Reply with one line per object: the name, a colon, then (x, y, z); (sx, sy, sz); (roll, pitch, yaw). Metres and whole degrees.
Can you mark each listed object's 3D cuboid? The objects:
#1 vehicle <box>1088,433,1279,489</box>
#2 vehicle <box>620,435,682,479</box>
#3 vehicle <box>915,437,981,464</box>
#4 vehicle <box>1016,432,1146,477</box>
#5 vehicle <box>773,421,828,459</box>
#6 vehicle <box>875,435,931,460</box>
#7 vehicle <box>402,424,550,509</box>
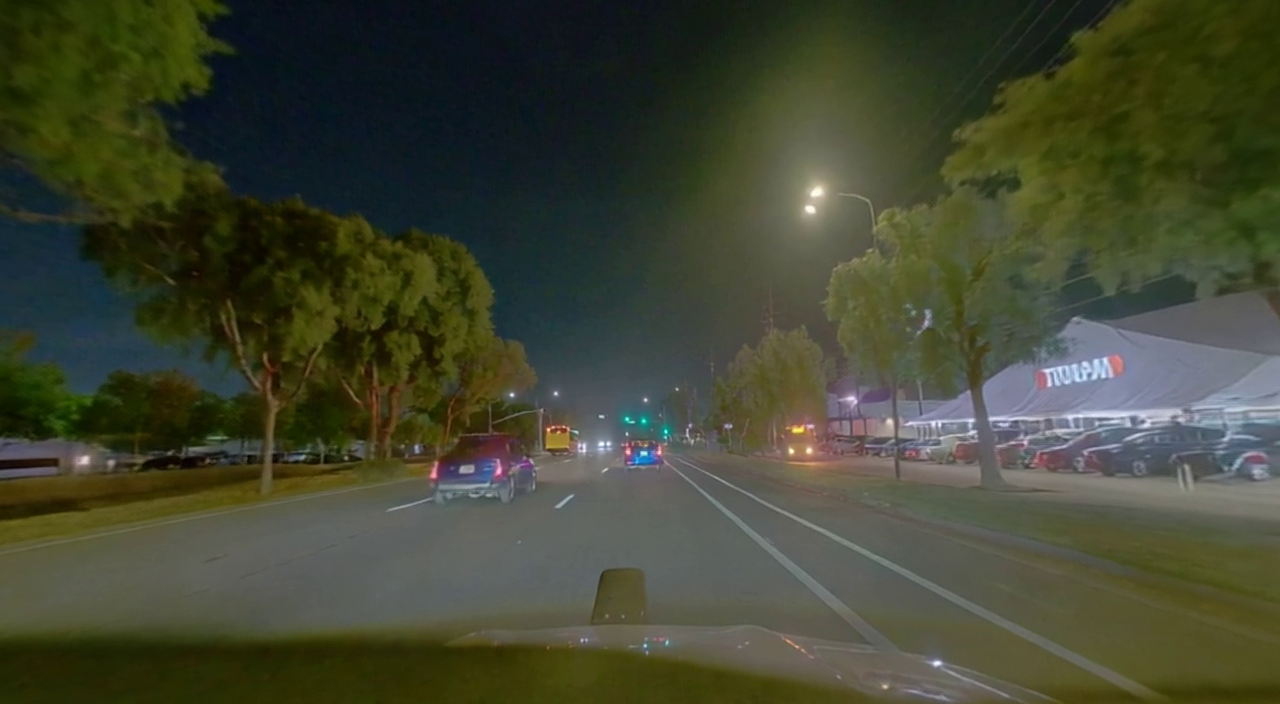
vehicle: (18.767, 3.702, 21.809); (2.229, 1.661, 5.991); (0, -9, 1)
vehicle: (0.338, 3.954, 23.871); (2.123, 1.498, 4.226); (0, -9, -1)
vehicle: (18.794, 6.026, 38.675); (1.826, 1.532, 4.290); (0, -9, -1)
vehicle: (18.710, 4.365, 27.091); (1.965, 1.749, 4.838); (0, -9, -2)
vehicle: (12.290, 6.849, 48.944); (2.754, 2.711, 6.196); (0, -9, 2)
vehicle: (18.673, 6.793, 44.997); (1.841, 1.680, 4.842); (0, -9, -1)
vehicle: (-3.529, 2.571, 14.533); (2.148, 1.636, 4.199); (0, -9, 2)
